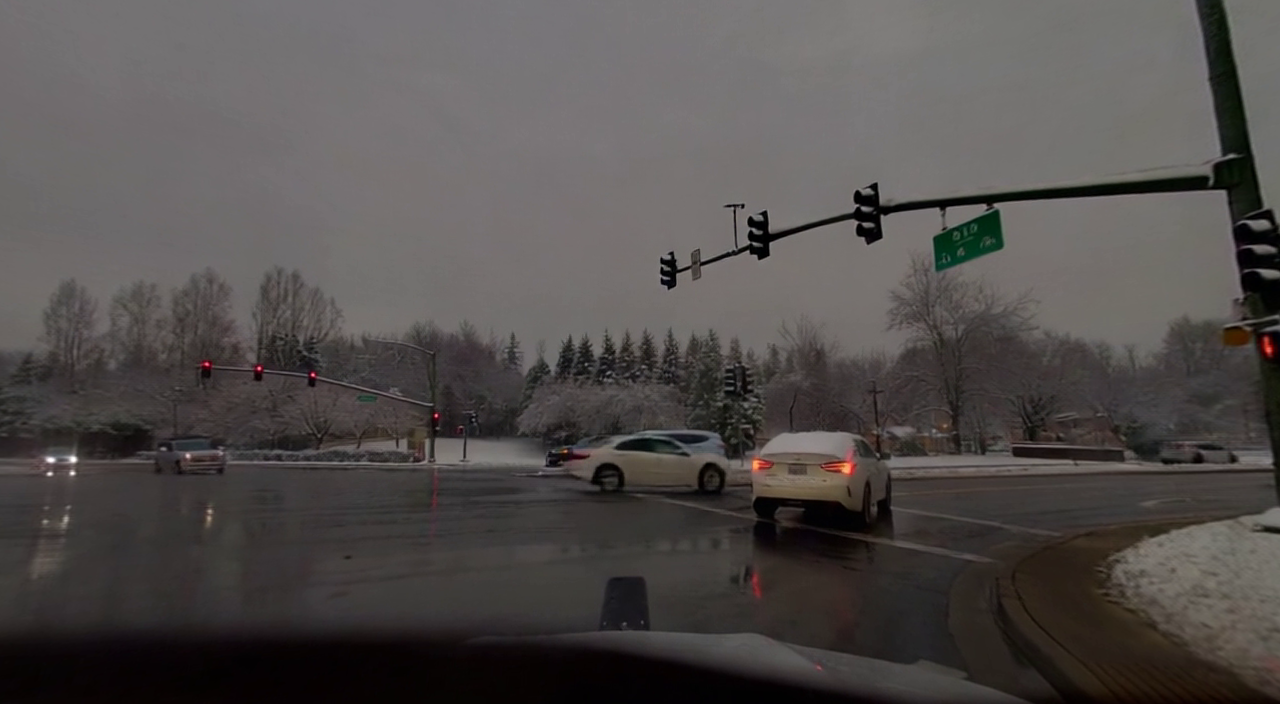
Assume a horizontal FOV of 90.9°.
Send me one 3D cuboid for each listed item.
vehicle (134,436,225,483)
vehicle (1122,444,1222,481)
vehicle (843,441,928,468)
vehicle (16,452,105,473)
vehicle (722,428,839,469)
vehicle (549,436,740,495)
[{"bbox_3d":[-20.134,4.610,27.444,2.450,1.807,5.332,7,-11,-42],"label":"vehicle"},{"bbox_3d":[22.035,4.514,26.058,4.425,1.366,1.865,5,-10,-33],"label":"vehicle"},{"bbox_3d":[13.854,5.765,35.572,4.457,1.429,1.862,4,-9,-26],"label":"vehicle"},{"bbox_3d":[-42.117,8.019,45.834,4.589,1.462,1.953,-1,-8,2],"label":"vehicle"},{"bbox_3d":[7.298,5.042,32.700,5.791,1.964,2.199,5,-10,-26],"label":"vehicle"},{"bbox_3d":[0.147,2.944,16.501,4.686,1.425,2.018,-1,-8,3],"label":"vehicle"}]
